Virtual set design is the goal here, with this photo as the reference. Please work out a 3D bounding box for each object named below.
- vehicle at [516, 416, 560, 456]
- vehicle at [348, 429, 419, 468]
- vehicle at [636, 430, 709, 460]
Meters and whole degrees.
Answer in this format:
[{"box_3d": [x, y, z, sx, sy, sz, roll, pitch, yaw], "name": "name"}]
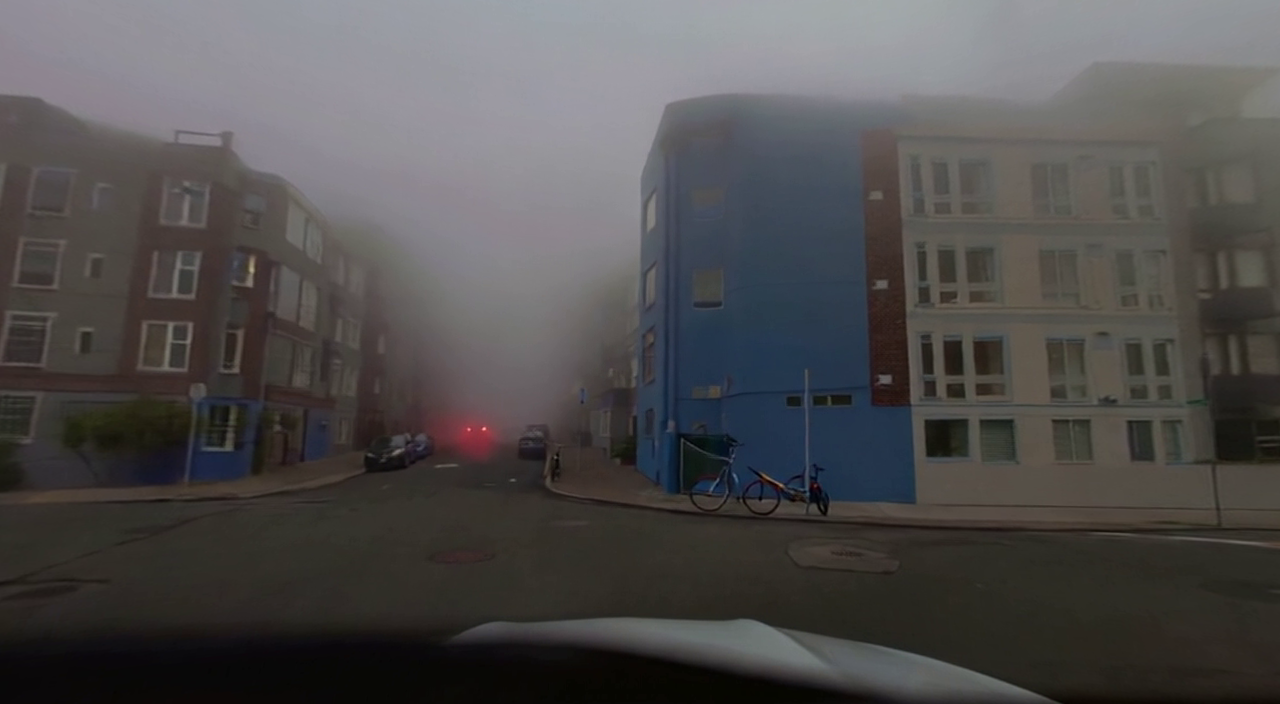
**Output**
[{"box_3d": [-5.866, 4.774, 35.685, 2.072, 2.074, 4.358, 3, -8, -13], "name": "vehicle"}, {"box_3d": [-10.302, 3.902, 25.533, 1.897, 1.431, 3.741, 2, -8, -10], "name": "vehicle"}, {"box_3d": [1.636, 4.732, 32.016, 3.404, 1.431, 1.641, 2, -8, -11], "name": "vehicle"}]
